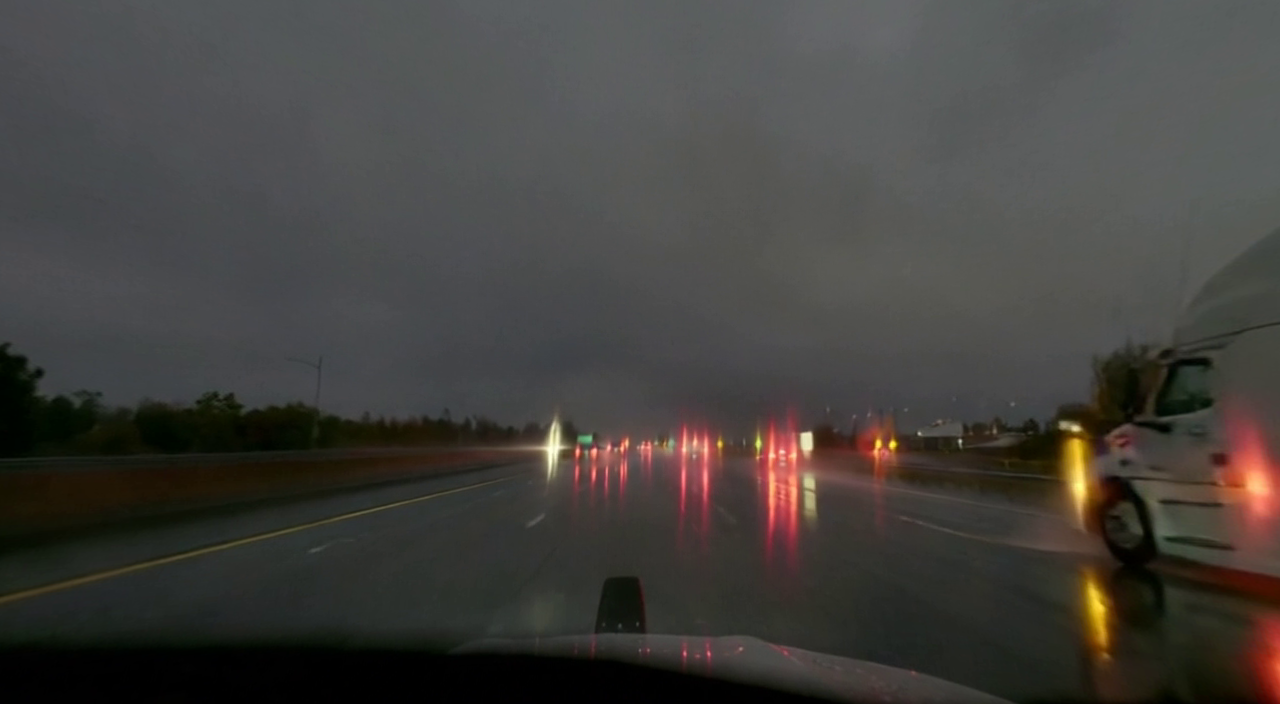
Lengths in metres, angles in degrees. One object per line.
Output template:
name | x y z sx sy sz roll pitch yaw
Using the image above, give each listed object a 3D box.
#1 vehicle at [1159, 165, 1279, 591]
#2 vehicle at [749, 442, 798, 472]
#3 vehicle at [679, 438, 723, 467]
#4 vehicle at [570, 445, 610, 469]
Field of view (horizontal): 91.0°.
vehicle | 7.688 -0.103 3.754 3.034 4.112 7.110 0 -9 2
vehicle | 8.234 6.525 39.232 2.188 1.727 4.381 0 -9 1
vehicle | 4.439 7.471 46.837 2.770 1.990 5.755 0 -9 1
vehicle | -3.281 7.035 42.421 2.164 1.507 4.748 0 -9 1
